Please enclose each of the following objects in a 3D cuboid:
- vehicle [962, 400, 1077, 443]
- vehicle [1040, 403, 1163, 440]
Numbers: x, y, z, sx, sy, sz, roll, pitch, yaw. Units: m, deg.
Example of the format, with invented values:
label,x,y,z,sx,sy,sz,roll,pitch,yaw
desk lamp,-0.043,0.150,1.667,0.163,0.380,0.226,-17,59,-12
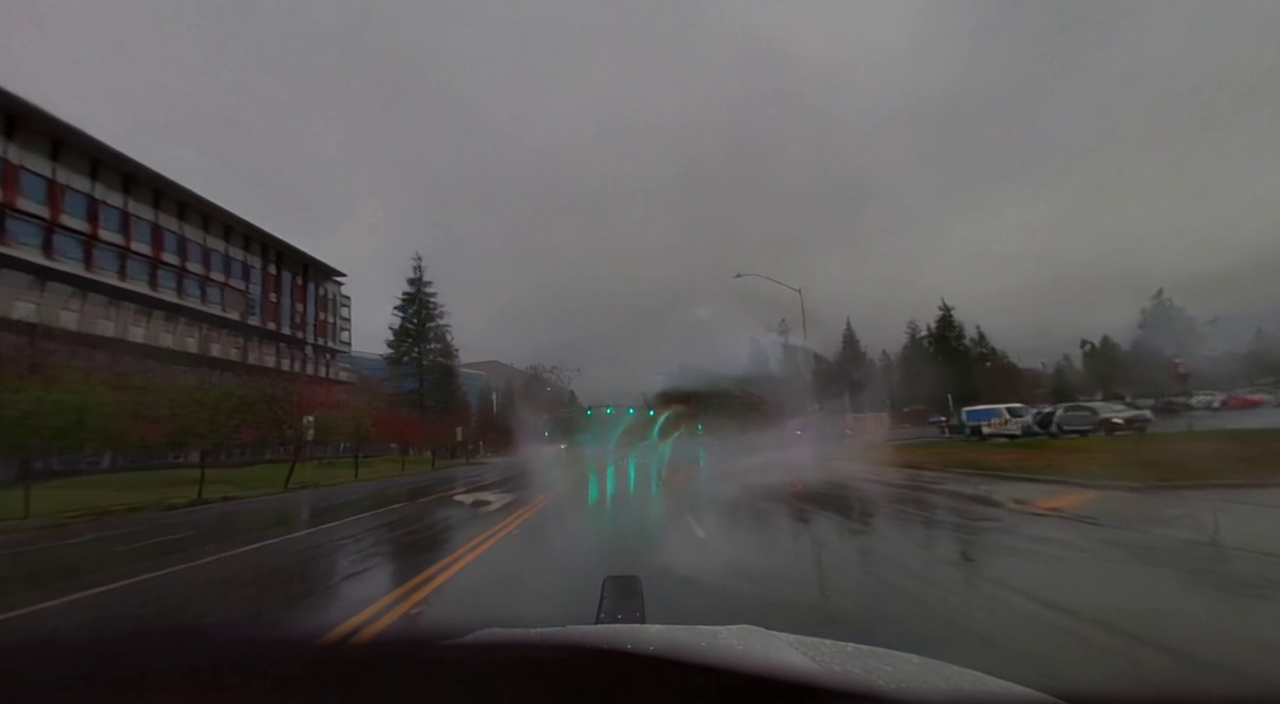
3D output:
label,x,y,z,sx,sy,sz,roll,pitch,yaw
vehicle,17.102,3.235,28.688,2.059,1.788,4.708,1,-8,-3
vehicle,19.991,3.120,27.515,2.021,1.472,4.047,1,-8,-7
